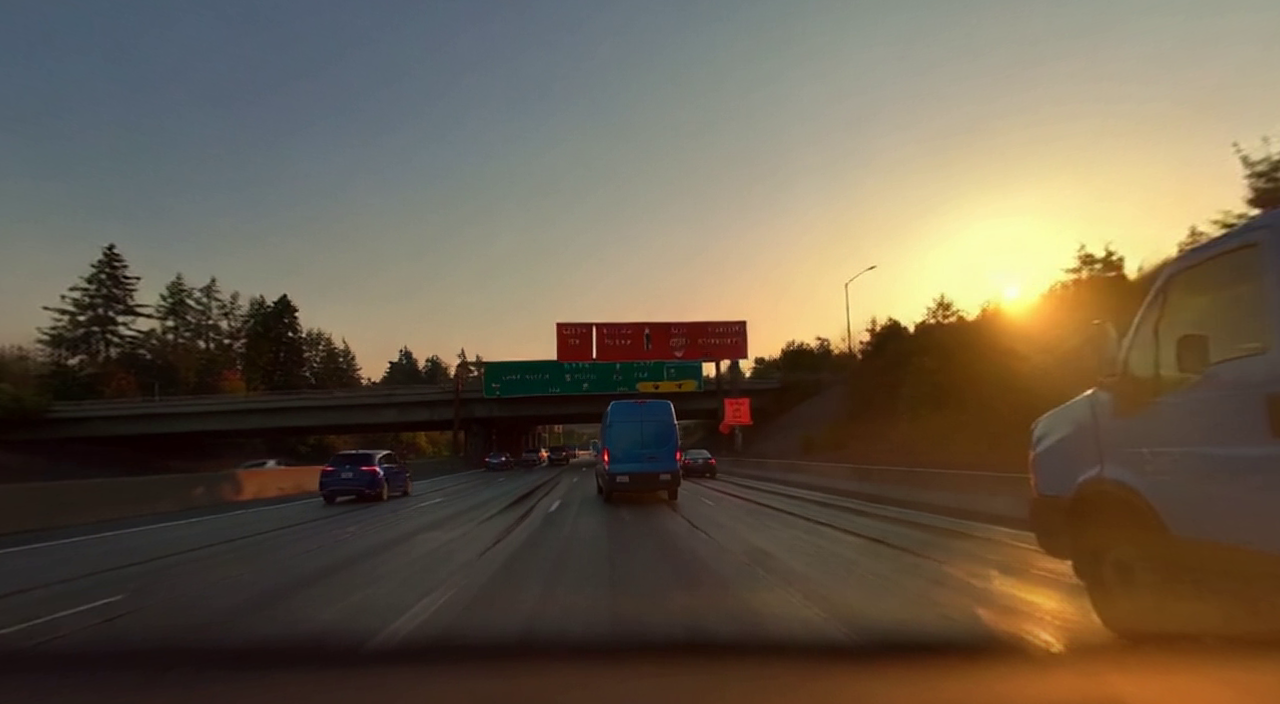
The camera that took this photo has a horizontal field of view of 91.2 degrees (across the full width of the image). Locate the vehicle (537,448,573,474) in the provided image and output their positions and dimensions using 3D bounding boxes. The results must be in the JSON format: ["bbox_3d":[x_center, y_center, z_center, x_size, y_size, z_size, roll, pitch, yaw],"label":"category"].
[{"bbox_3d":[-5.344,6.873,39.799,2.002,1.536,4.021,0,-9,-5],"label":"vehicle"}]

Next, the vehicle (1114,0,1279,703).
[{"bbox_3d":[4.672,-0.337,0.811,2.959,3.648,6.040,0,-9,-3],"label":"vehicle"}]

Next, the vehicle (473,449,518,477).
[{"bbox_3d":[-8.407,6.453,36.792,2.026,1.506,4.102,0,-9,-5],"label":"vehicle"}]

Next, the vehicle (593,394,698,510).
[{"bbox_3d":[-0.072,2.605,16.559,2.268,2.551,5.144,0,-9,-5],"label":"vehicle"}]

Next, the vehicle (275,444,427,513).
[{"bbox_3d":[-7.162,3.150,16.147,2.003,1.498,4.386,0,-9,-3],"label":"vehicle"}]
